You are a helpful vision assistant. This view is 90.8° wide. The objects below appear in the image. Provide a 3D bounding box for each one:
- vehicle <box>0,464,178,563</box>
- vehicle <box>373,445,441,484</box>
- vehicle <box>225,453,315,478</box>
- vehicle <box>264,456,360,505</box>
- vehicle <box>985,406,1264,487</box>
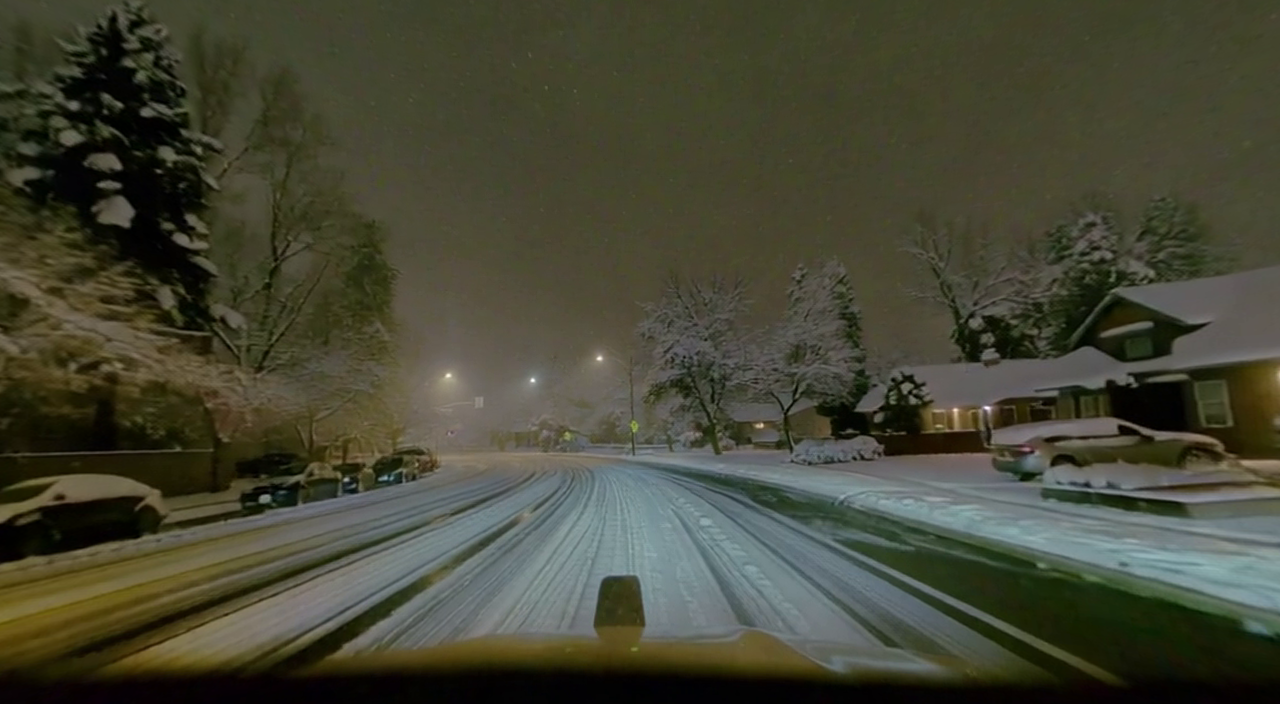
[{"bbox_3d":[-11.165,3.015,12.337,1.586,1.433,3.485,1,-8,1],"label":"vehicle"},{"bbox_3d":[-12.810,6.157,35.123,2.190,1.789,5.477,-4,-7,-6],"label":"vehicle"},{"bbox_3d":[-23.014,7.081,39.428,4.435,1.472,1.870,0,-9,0],"label":"vehicle"},{"bbox_3d":[-11.834,4.619,23.089,1.750,1.471,3.960,2,-8,-7],"label":"vehicle"},{"bbox_3d":[11.075,2.201,14.762,4.760,1.738,2.052,0,-9,0],"label":"vehicle"}]
